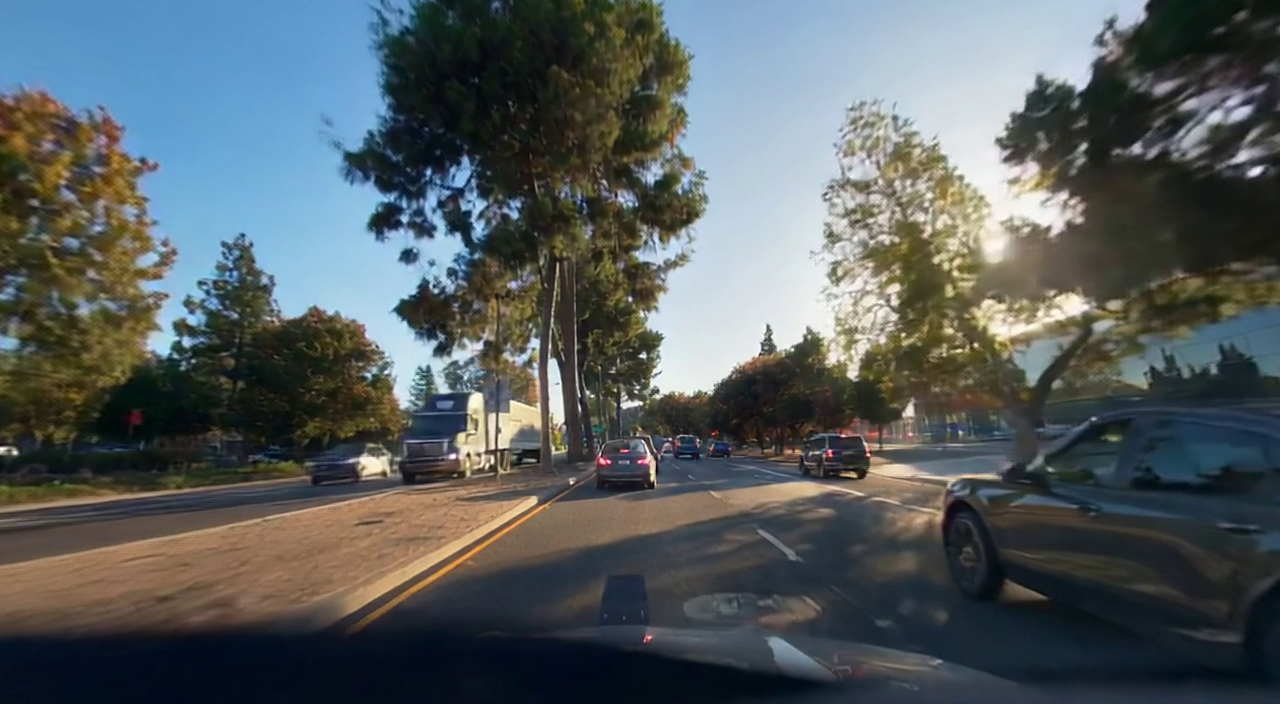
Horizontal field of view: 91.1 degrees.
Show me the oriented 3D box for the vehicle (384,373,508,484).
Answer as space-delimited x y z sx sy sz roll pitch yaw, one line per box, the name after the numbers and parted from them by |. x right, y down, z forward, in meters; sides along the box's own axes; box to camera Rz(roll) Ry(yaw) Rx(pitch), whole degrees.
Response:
-8.135 3.441 27.545 3.021 4.215 7.024 0 -9 1 | vehicle

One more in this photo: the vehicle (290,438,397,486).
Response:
-11.887 4.432 25.588 2.058 1.759 4.577 0 -9 1 | vehicle

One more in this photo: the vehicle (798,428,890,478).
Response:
7.772 3.907 24.432 2.090 1.768 4.407 0 -9 0 | vehicle

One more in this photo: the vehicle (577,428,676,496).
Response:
-0.329 2.887 16.784 2.315 1.563 4.080 0 -9 0 | vehicle

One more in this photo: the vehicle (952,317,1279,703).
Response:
3.596 0.793 2.772 2.090 1.763 4.560 0 -9 1 | vehicle
